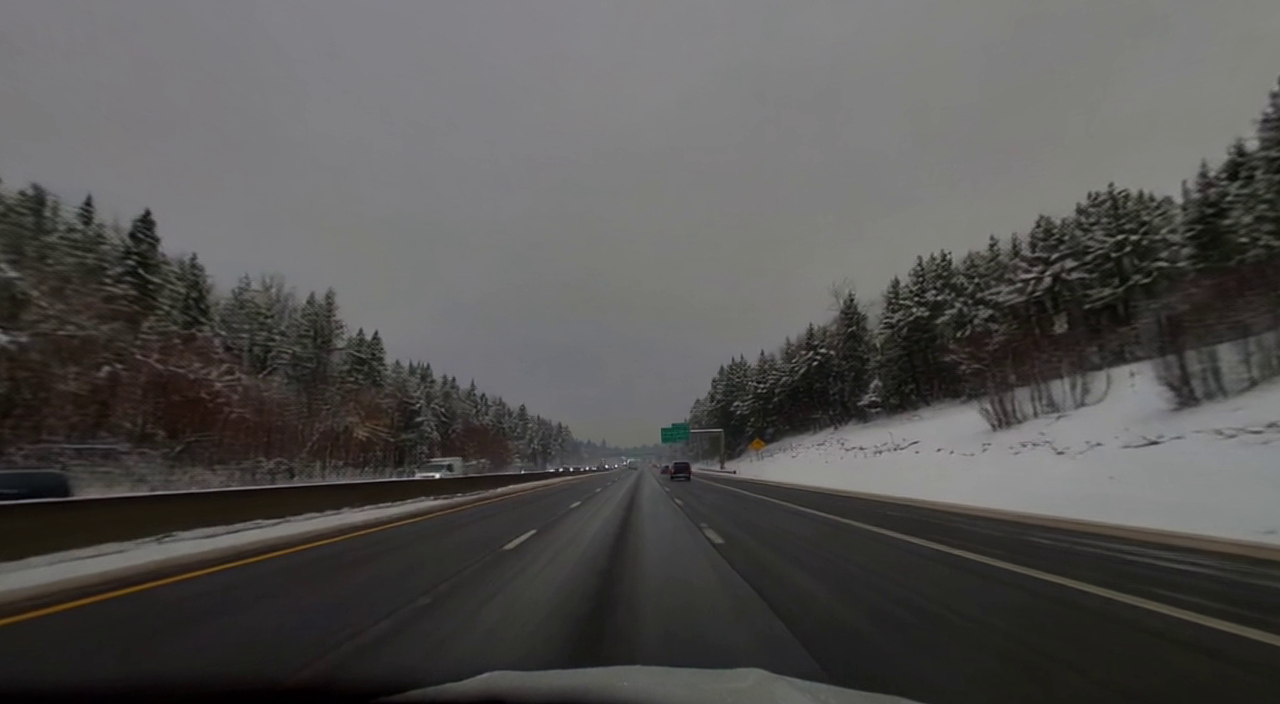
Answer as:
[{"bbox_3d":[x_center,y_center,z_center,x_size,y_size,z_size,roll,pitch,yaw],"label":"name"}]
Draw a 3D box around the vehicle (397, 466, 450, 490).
[{"bbox_3d":[-14.429,8.412,42.305,1.795,1.496,4.754,1,-10,1],"label":"vehicle"}]
